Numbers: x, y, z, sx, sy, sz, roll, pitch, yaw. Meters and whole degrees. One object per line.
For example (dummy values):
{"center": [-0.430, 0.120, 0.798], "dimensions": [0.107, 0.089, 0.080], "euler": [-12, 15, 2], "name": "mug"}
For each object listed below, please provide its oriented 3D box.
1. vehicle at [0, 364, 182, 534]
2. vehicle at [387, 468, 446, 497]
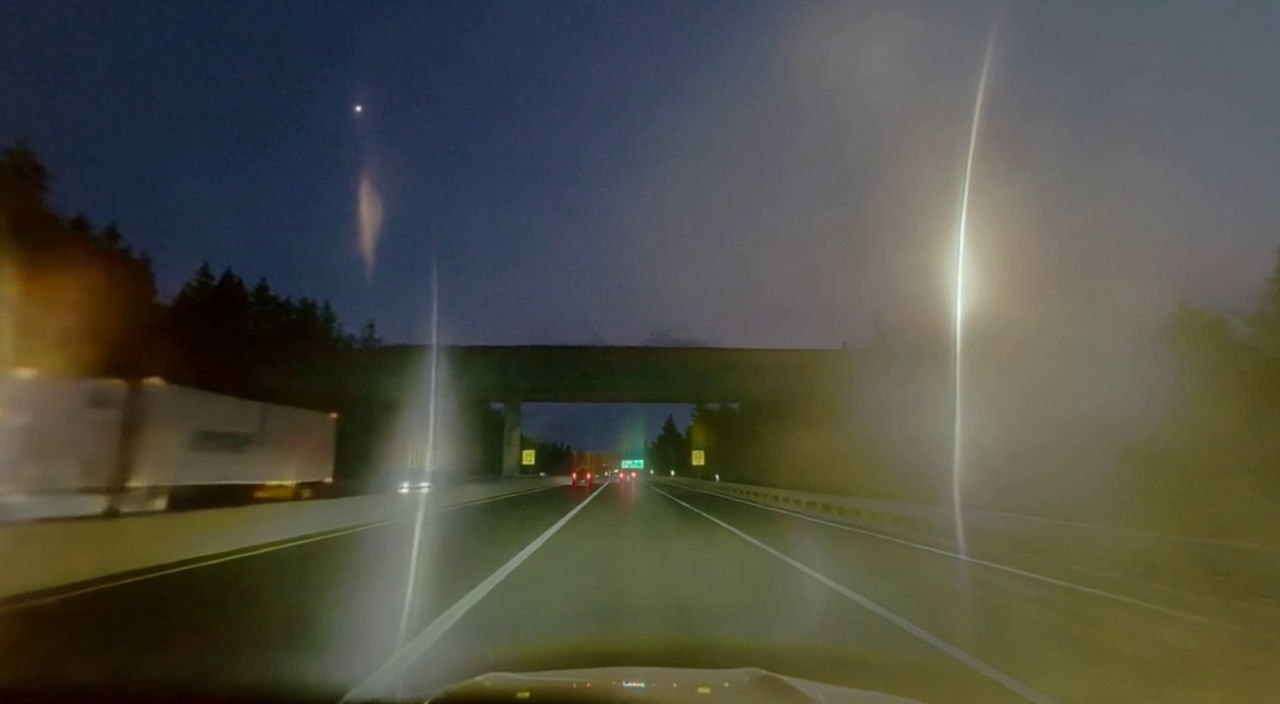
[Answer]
{"center": [-16.593, 2.761, 17.559], "dimensions": [3.032, 3.979, 5.796], "euler": [1, -11, -1], "name": "vehicle"}
{"center": [-12.905, 7.551, 36.740], "dimensions": [1.994, 1.521, 4.116], "euler": [1, -11, -2], "name": "vehicle"}
